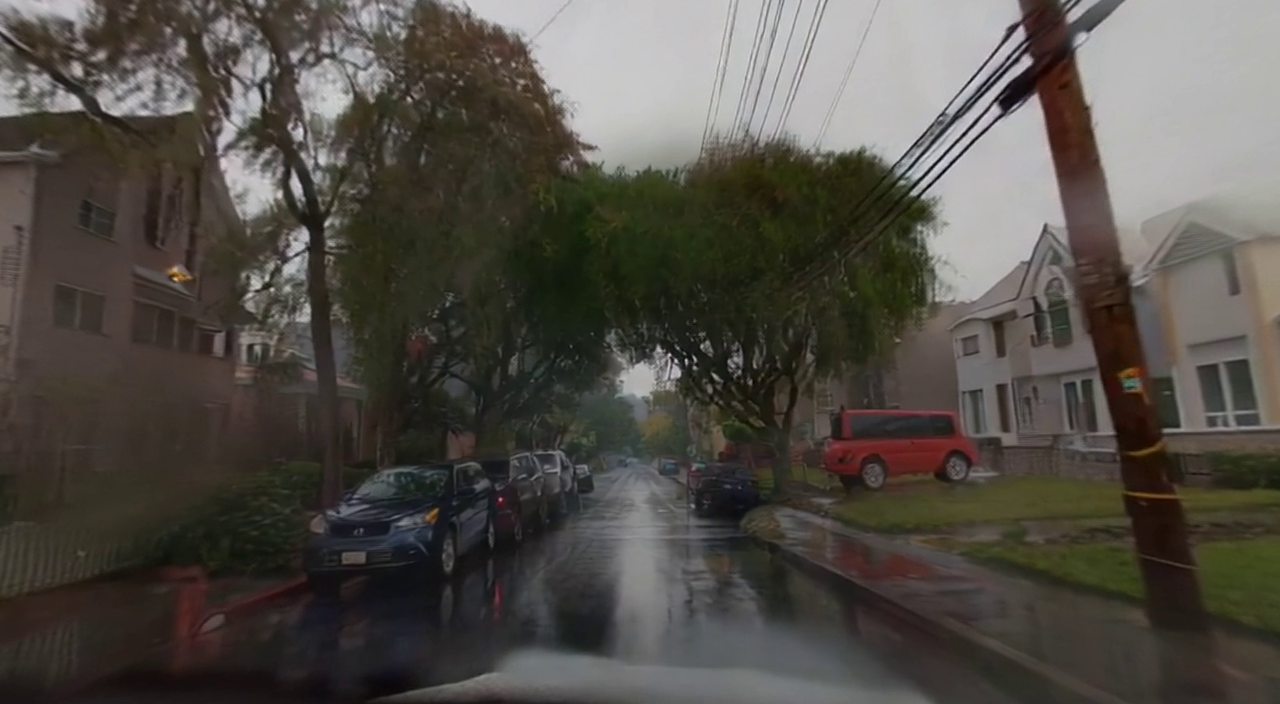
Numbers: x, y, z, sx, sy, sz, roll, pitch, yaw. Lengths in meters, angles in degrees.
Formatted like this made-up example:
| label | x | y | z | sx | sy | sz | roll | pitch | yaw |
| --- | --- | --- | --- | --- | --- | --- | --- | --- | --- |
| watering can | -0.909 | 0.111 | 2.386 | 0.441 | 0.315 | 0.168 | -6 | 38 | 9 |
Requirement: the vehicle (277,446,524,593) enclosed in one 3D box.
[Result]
| label | x | y | z | sx | sy | sz | roll | pitch | yaw |
| --- | --- | --- | --- | --- | --- | --- | --- | --- | --- |
| vehicle | -3.088 | 2.216 | 9.429 | 2.081 | 1.589 | 4.691 | 1 | -9 | -3 |

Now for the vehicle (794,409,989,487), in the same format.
| label | x | y | z | sx | sy | sz | roll | pitch | yaw |
| --- | --- | --- | --- | --- | --- | --- | --- | --- | --- |
| vehicle | 6.428 | 2.501 | 16.547 | 4.249 | 1.905 | 1.904 | 0 | -9 | -1 |

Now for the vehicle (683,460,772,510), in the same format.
| label | x | y | z | sx | sy | sz | roll | pitch | yaw |
| --- | --- | --- | --- | --- | --- | --- | --- | --- | --- |
| vehicle | 3.147 | 4.901 | 23.625 | 3.005 | 1.535 | 4.025 | -1 | -8 | 4 |
